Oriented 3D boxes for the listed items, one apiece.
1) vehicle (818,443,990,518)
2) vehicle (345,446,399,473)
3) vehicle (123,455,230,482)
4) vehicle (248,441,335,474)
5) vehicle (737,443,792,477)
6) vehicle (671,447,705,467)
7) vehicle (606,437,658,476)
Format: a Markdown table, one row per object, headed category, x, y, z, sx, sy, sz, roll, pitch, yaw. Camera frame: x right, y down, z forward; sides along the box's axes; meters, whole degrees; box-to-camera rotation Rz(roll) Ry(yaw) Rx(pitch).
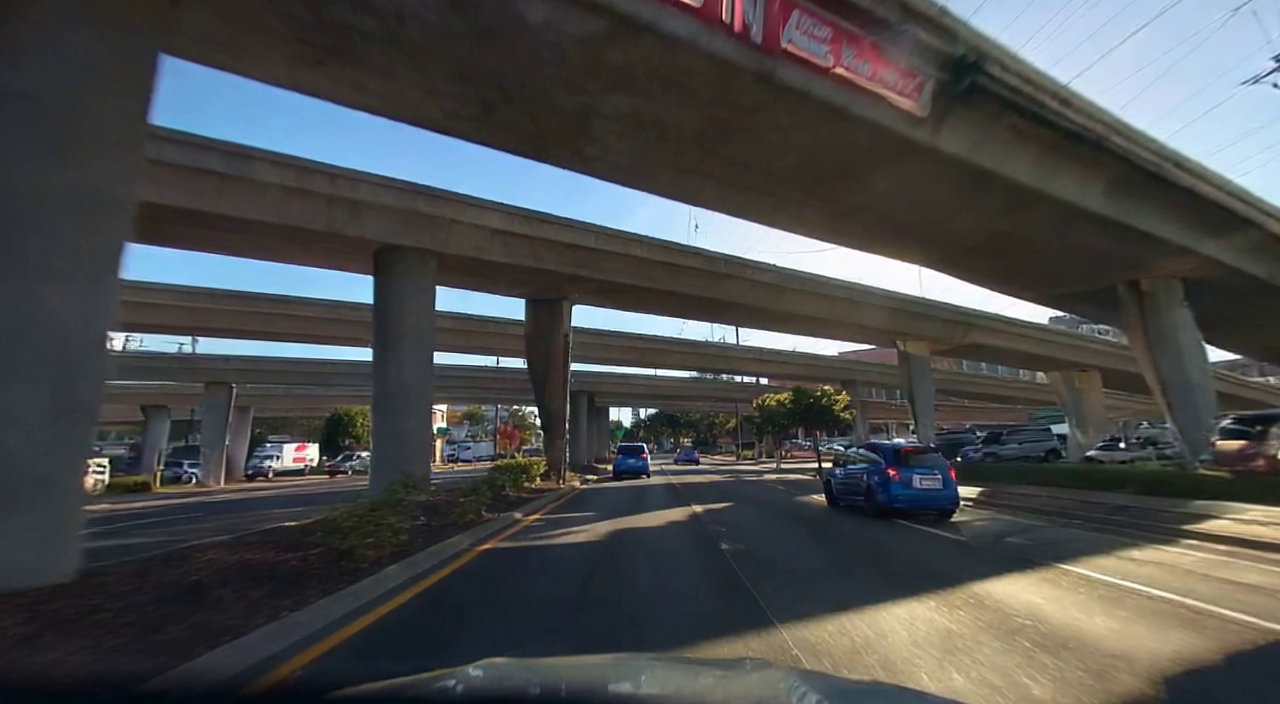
| category | x | y | z | sx | sy | sz | roll | pitch | yaw |
| --- | --- | --- | --- | --- | --- | --- | --- | --- | --- |
| vehicle | 5.968 | 2.928 | 14.984 | 1.954 | 1.479 | 4.557 | 0 | -8 | -3 |
| vehicle | -19.524 | 7.809 | 46.125 | 1.989 | 1.820 | 4.427 | 0 | -9 | -1 |
| vehicle | -26.850 | 6.760 | 36.686 | 4.582 | 1.429 | 1.962 | 3 | -9 | -21 |
| vehicle | -25.207 | 7.645 | 46.063 | 2.510 | 2.180 | 7.492 | 0 | -8 | -4 |
| vehicle | 6.584 | 5.747 | 33.808 | 1.974 | 1.663 | 4.299 | 0 | -8 | -1 |
| vehicle | 3.534 | 7.806 | 47.095 | 2.126 | 1.375 | 4.241 | 0 | -8 | -1 |
| vehicle | -0.359 | 5.257 | 32.041 | 2.441 | 1.813 | 4.581 | 0 | -8 | 1 |
